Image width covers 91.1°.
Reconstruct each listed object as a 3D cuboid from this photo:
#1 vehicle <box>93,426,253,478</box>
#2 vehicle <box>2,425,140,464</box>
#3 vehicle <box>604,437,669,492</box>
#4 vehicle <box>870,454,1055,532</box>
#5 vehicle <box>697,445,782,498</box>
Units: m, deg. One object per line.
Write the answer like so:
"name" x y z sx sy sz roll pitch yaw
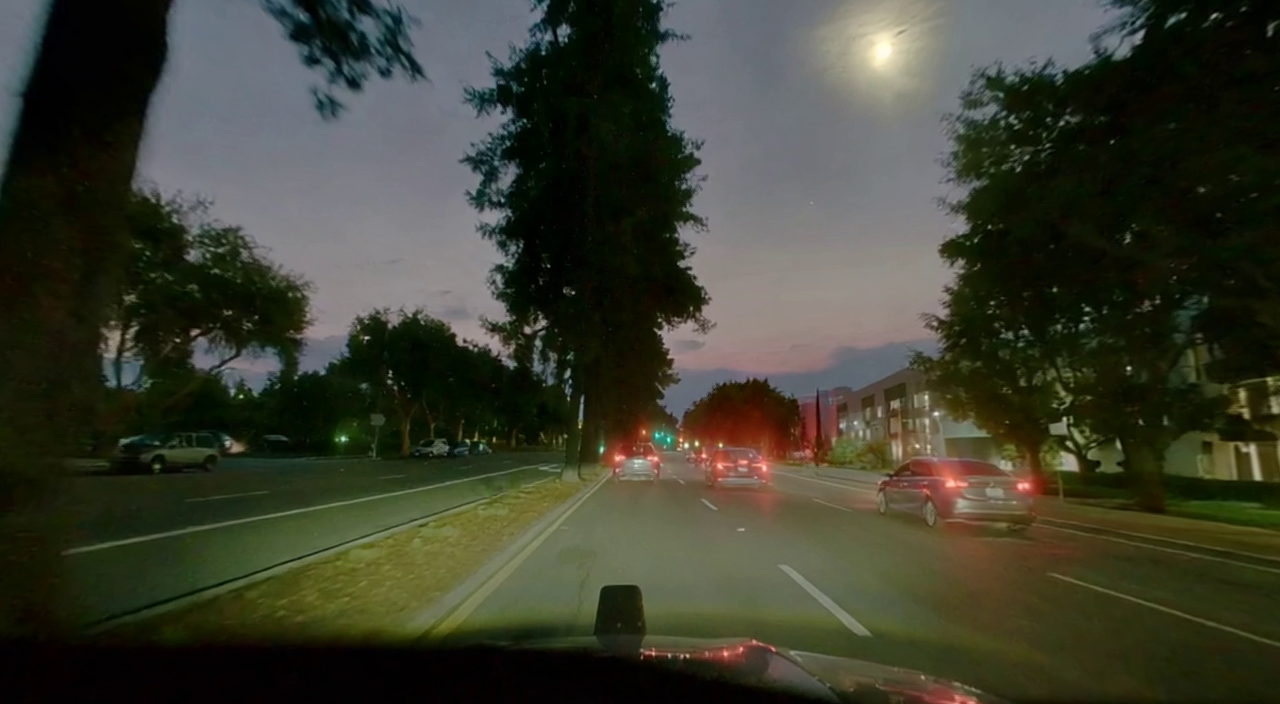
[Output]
"vehicle" -18.652 4.050 25.569 2.094 1.863 5.694 0 -9 0
"vehicle" -28.657 4.708 31.918 2.021 1.774 5.261 0 -9 0
"vehicle" -0.096 3.784 21.446 2.008 1.674 4.239 0 -9 0
"vehicle" 7.123 3.120 14.479 1.944 1.458 4.268 0 -9 -1
"vehicle" 3.027 3.721 19.992 1.932 1.510 4.168 0 -9 -1
